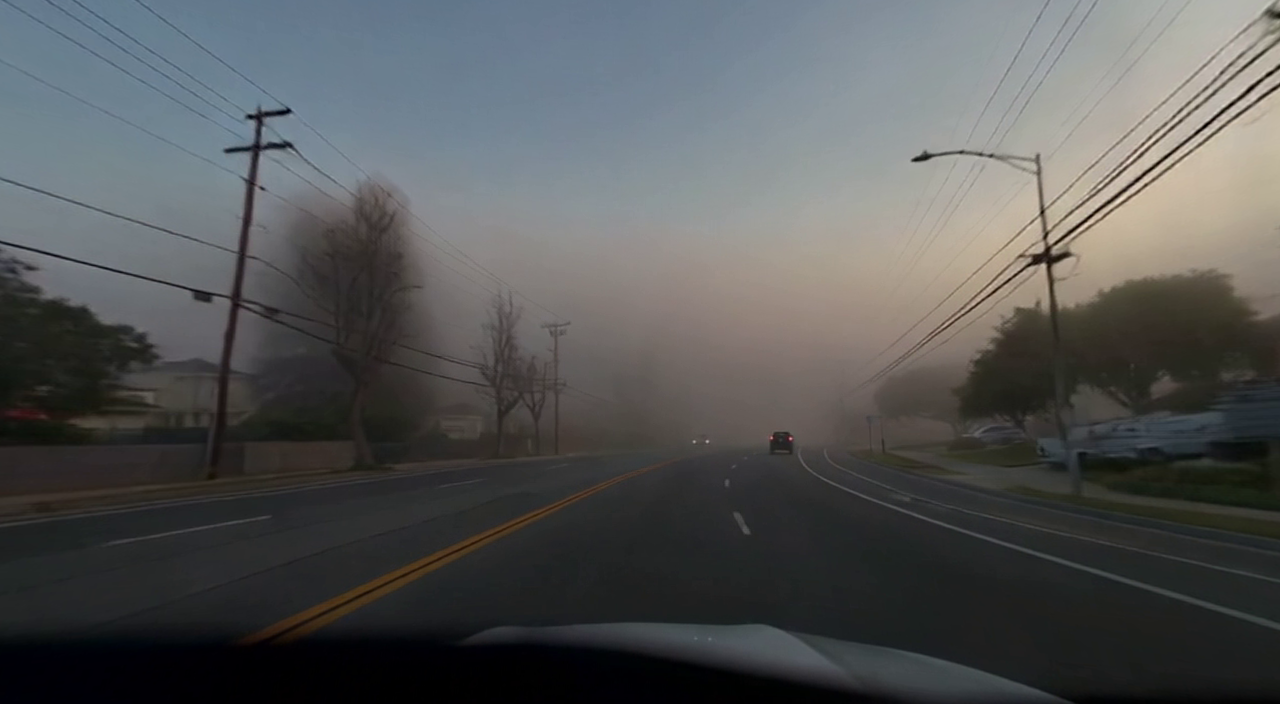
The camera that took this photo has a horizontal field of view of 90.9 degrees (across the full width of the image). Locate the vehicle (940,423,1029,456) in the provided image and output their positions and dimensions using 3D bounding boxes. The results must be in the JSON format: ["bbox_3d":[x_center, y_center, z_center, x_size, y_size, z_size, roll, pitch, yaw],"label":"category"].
[{"bbox_3d":[22.822,5.823,41.782,4.687,1.805,2.130,-11,-13,37],"label":"vehicle"}]

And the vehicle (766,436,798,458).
[{"bbox_3d":[9.842,6.619,43.900,1.982,1.451,4.152,-2,-9,10],"label":"vehicle"}]
